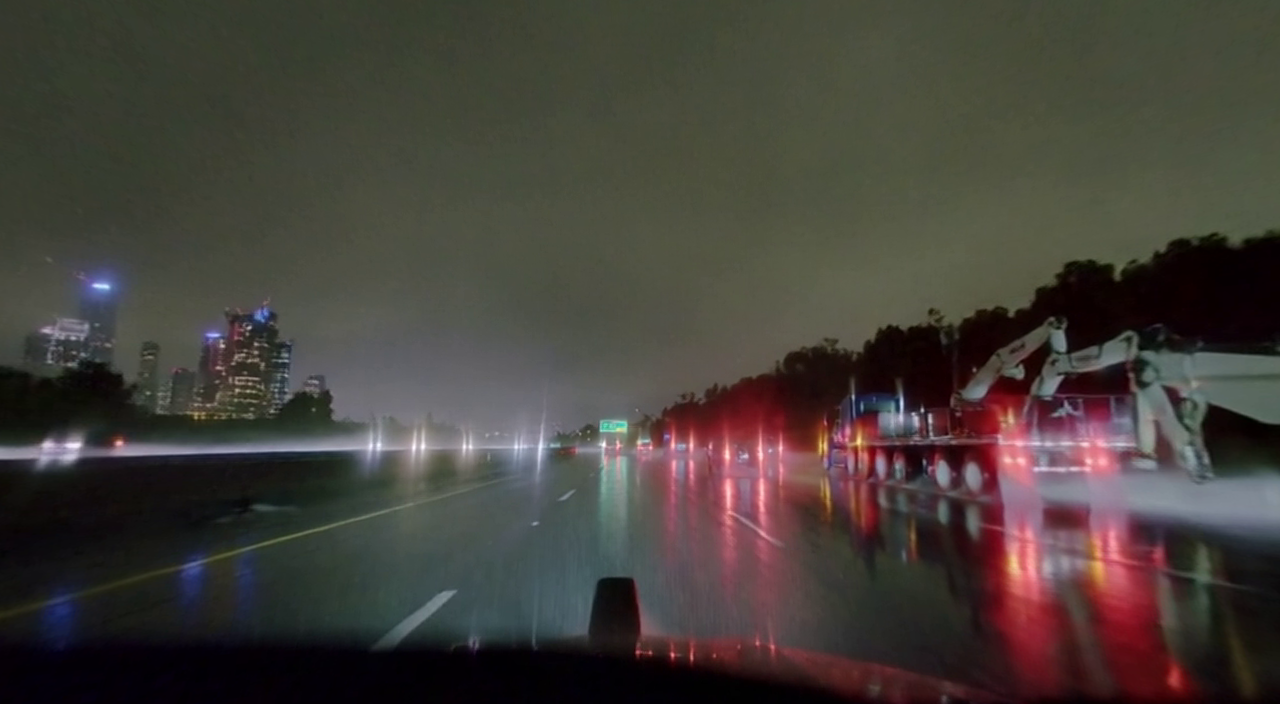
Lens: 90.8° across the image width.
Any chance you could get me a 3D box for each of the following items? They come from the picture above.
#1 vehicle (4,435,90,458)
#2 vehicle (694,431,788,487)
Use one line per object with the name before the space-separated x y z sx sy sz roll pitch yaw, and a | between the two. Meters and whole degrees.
vehicle | -46.504 7.436 49.726 2.138 1.643 4.956 0 -8 -3
vehicle | 3.320 3.634 21.797 2.305 1.729 4.526 0 -8 -3
